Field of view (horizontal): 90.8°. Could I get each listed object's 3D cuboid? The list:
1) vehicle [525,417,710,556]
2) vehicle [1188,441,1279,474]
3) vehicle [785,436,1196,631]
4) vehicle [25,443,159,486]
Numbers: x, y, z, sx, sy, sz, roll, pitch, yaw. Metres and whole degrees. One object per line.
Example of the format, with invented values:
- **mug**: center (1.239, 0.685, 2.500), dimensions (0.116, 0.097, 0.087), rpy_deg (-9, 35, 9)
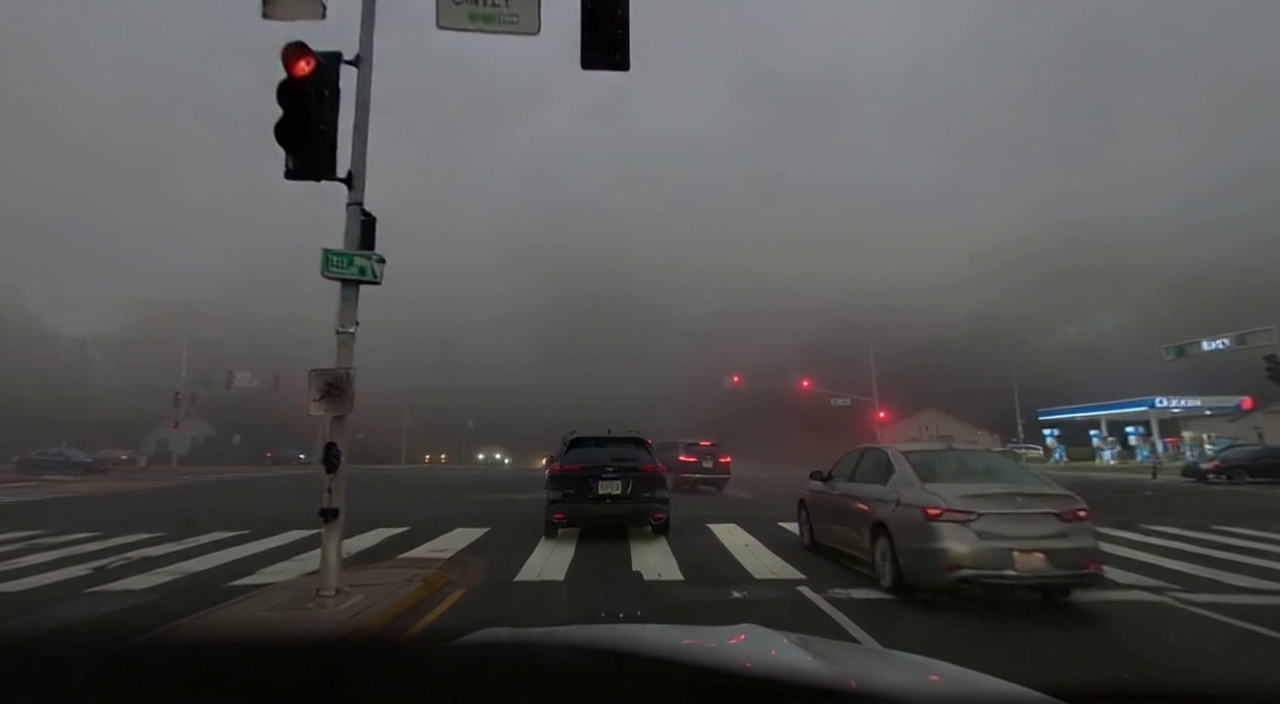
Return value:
- **vehicle**: center (-0.443, 2.055, 10.402), dimensions (2.351, 1.733, 4.616), rpy_deg (0, -9, -4)
- **vehicle**: center (29.657, 5.059, 30.423), dimensions (4.505, 1.519, 1.996), rpy_deg (-1, -9, 5)
- **vehicle**: center (3.218, 1.735, 7.181), dimensions (1.965, 1.460, 4.581), rpy_deg (0, -9, -1)
- **vehicle**: center (-26.573, 5.447, 30.764), dimensions (4.658, 1.911, 2.162), rpy_deg (-2, -9, 5)
